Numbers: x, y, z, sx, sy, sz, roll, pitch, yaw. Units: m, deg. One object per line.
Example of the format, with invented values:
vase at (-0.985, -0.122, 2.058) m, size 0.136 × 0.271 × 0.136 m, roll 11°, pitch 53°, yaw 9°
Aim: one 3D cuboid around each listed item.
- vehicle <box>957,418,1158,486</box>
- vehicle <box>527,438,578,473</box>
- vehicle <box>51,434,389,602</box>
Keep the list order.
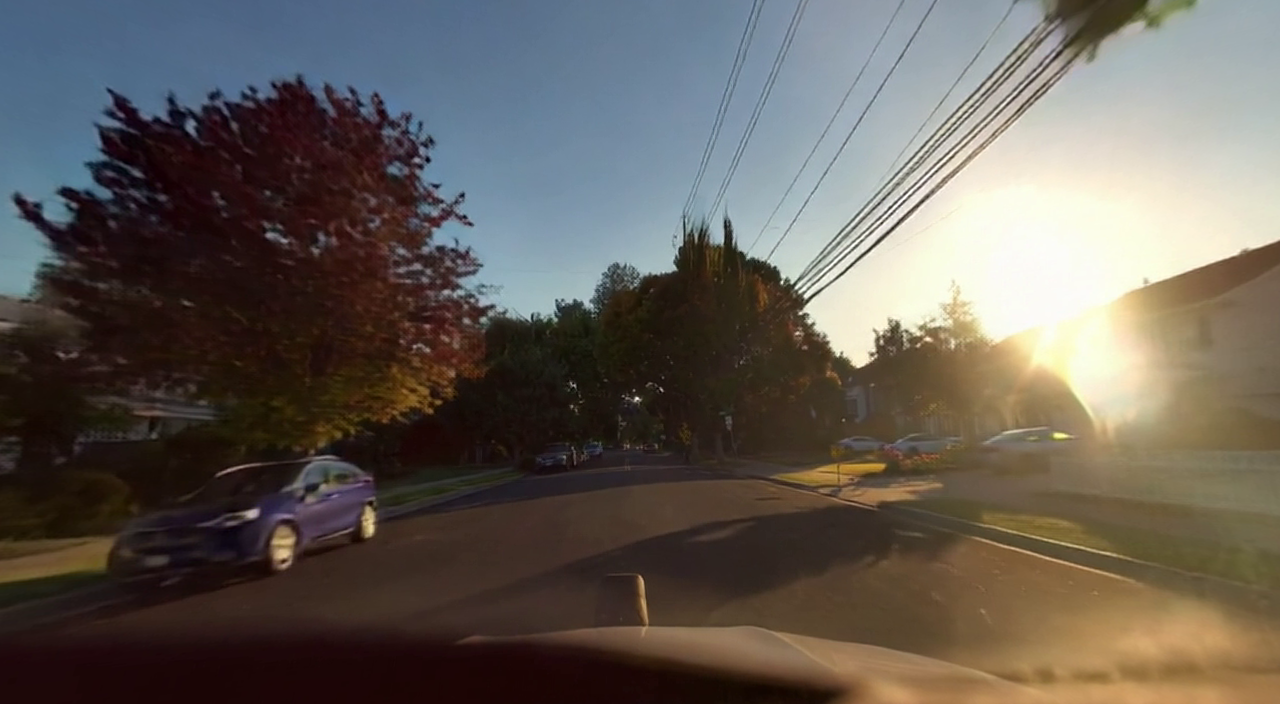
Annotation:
vehicle at (11.827, 2.865, 18.204) m, size 4.226 × 1.679 × 1.983 m, roll -3°, pitch -8°, yaw 7°
vehicle at (-5.753, 6.899, 42.336) m, size 2.411 × 1.979 × 5.915 m, roll -5°, pitch -8°, yaw -1°
vehicle at (-5.420, 2.083, 9.023) m, size 1.970 × 1.666 × 4.223 m, roll -3°, pitch -7°, yaw 0°
